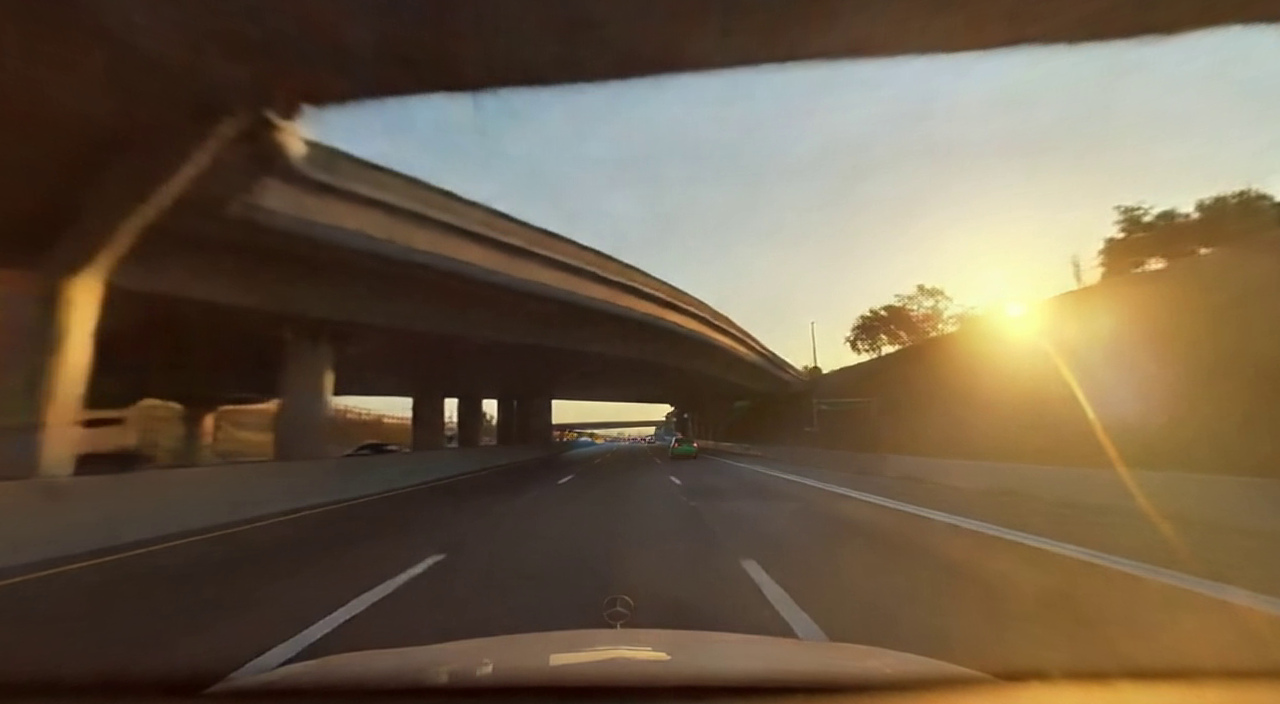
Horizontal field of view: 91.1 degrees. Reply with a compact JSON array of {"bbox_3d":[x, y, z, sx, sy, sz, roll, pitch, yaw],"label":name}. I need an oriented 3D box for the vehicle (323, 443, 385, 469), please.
[{"bbox_3d":[-17.374,6.310,38.426,1.856,1.500,3.975,0,-8,2],"label":"vehicle"}]

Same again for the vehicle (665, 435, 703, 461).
[{"bbox_3d":[2.555,5.661,37.257,1.946,1.481,3.969,0,-8,0],"label":"vehicle"}]

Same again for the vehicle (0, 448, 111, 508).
[{"bbox_3d":[-17.508,3.488,17.610,1.805,1.497,4.056,0,-8,1],"label":"vehicle"}]
